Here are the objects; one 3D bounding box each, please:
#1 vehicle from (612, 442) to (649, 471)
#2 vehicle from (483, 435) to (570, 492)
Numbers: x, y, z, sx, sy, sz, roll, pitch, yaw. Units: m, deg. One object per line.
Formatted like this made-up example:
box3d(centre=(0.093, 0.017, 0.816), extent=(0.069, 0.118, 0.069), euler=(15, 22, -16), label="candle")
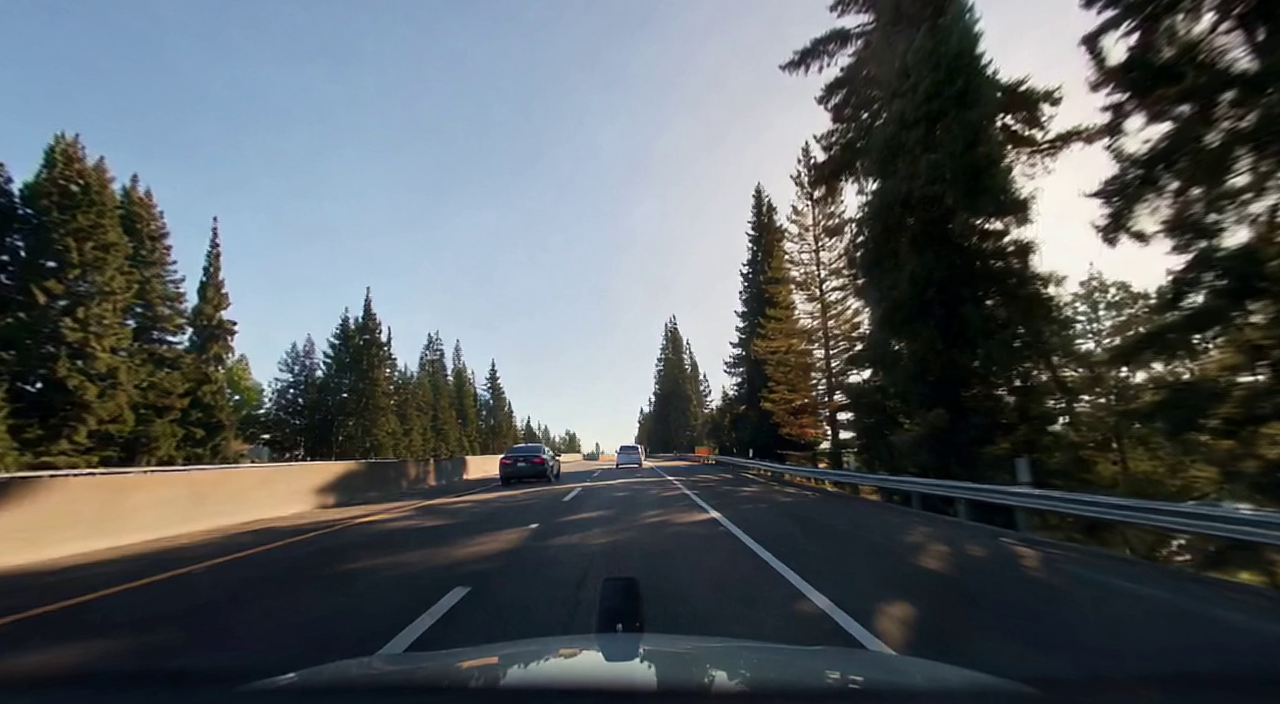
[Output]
box3d(centre=(-0.594, 6.309, 38.239), extent=(2.130, 1.684, 3.826), euler=(0, -8, -1), label="vehicle")
box3d(centre=(-3.808, 3.825, 21.987), extent=(2.130, 1.741, 4.665), euler=(0, -9, 0), label="vehicle")
